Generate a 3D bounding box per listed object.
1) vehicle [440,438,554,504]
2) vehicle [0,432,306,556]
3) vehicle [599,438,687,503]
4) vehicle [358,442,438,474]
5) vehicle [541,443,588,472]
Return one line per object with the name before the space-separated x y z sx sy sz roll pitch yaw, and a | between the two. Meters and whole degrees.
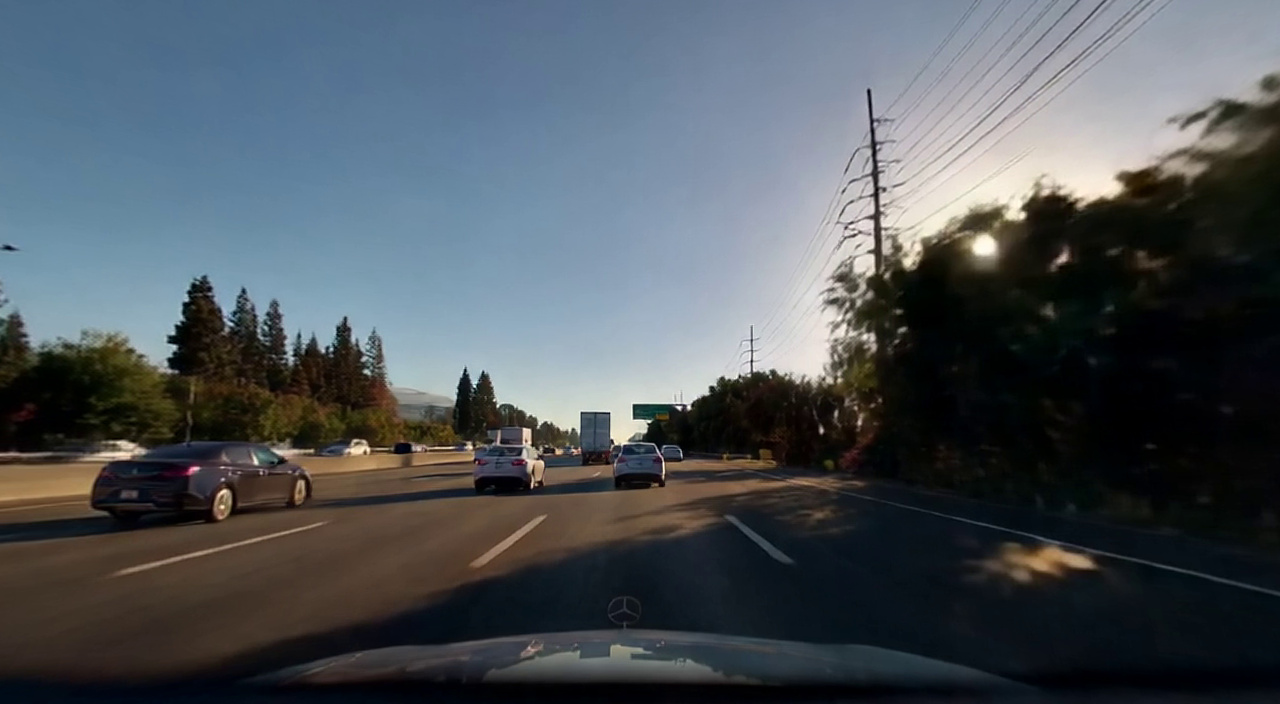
vehicle | -3.502 2.985 16.281 1.912 1.464 4.115 0 -9 1
vehicle | -7.372 2.016 9.738 1.867 1.445 4.499 0 -9 1
vehicle | 0.033 3.059 16.757 2.018 1.470 4.491 0 -9 -1
vehicle | -12.100 5.321 31.912 2.089 1.500 4.780 0 -9 1
vehicle | -3.932 5.568 33.494 2.013 1.437 3.801 0 -9 0
